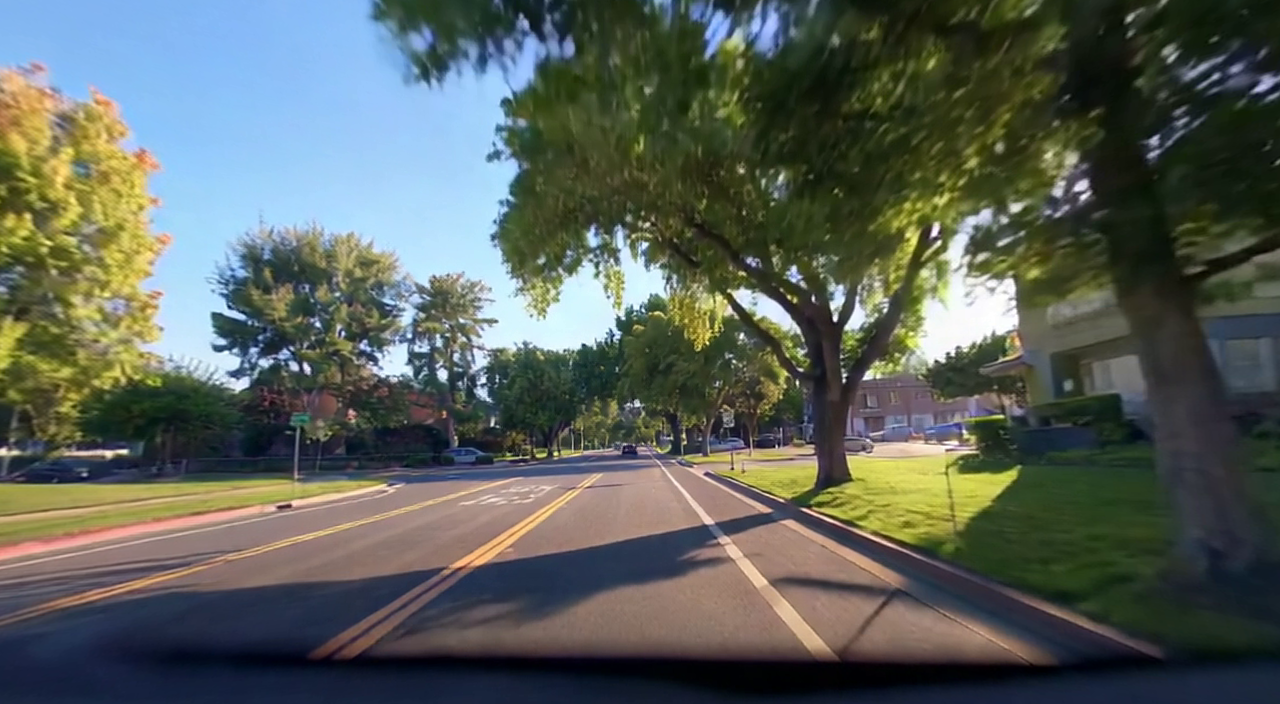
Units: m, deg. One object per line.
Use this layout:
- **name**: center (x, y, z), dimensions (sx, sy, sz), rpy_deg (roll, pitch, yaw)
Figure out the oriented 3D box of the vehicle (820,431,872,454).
- **vehicle**: center (13.752, 6.102, 42.380), dimensions (1.927, 1.464, 4.644), rpy_deg (0, -8, 0)
